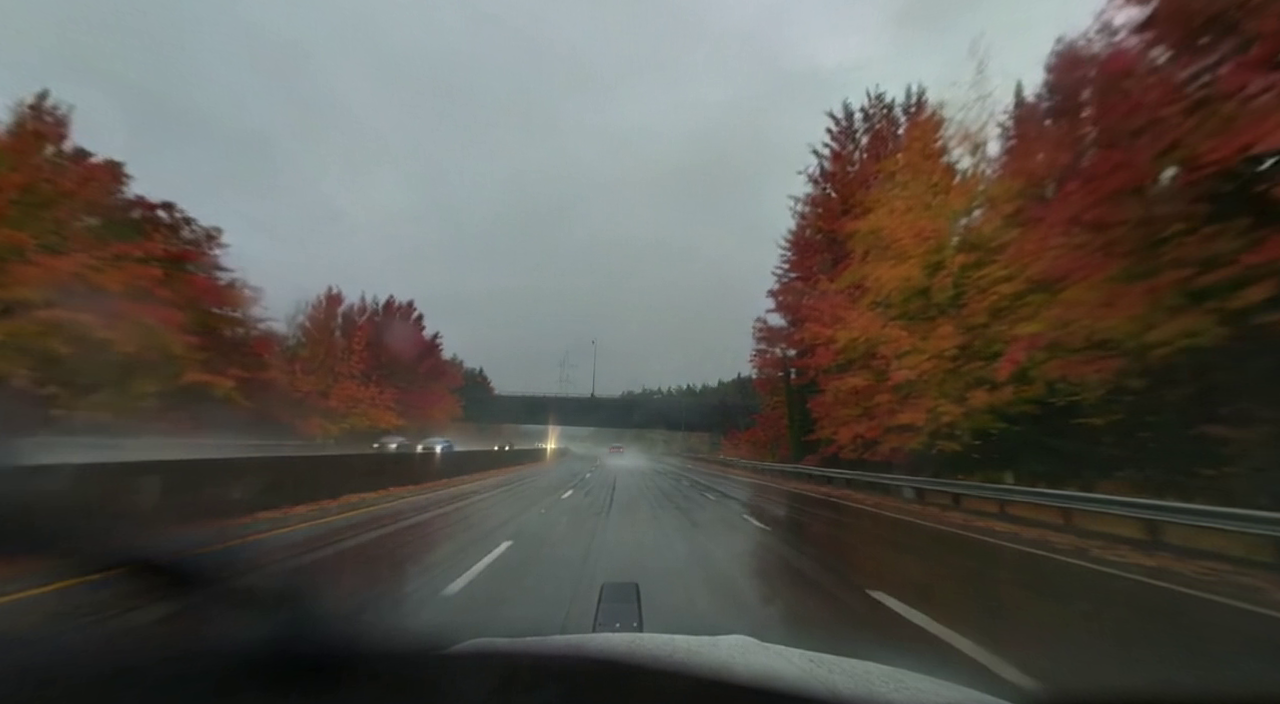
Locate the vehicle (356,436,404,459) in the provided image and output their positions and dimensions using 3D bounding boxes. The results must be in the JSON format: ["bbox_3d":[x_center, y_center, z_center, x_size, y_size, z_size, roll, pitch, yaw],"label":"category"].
[{"bbox_3d":[-18.080,6.671,43.735,1.740,1.476,3.752,0,-9,-2],"label":"vehicle"}]

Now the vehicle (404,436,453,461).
[{"bbox_3d":[-13.642,6.261,40.590,1.881,1.494,3.879,1,-9,-2],"label":"vehicle"}]
